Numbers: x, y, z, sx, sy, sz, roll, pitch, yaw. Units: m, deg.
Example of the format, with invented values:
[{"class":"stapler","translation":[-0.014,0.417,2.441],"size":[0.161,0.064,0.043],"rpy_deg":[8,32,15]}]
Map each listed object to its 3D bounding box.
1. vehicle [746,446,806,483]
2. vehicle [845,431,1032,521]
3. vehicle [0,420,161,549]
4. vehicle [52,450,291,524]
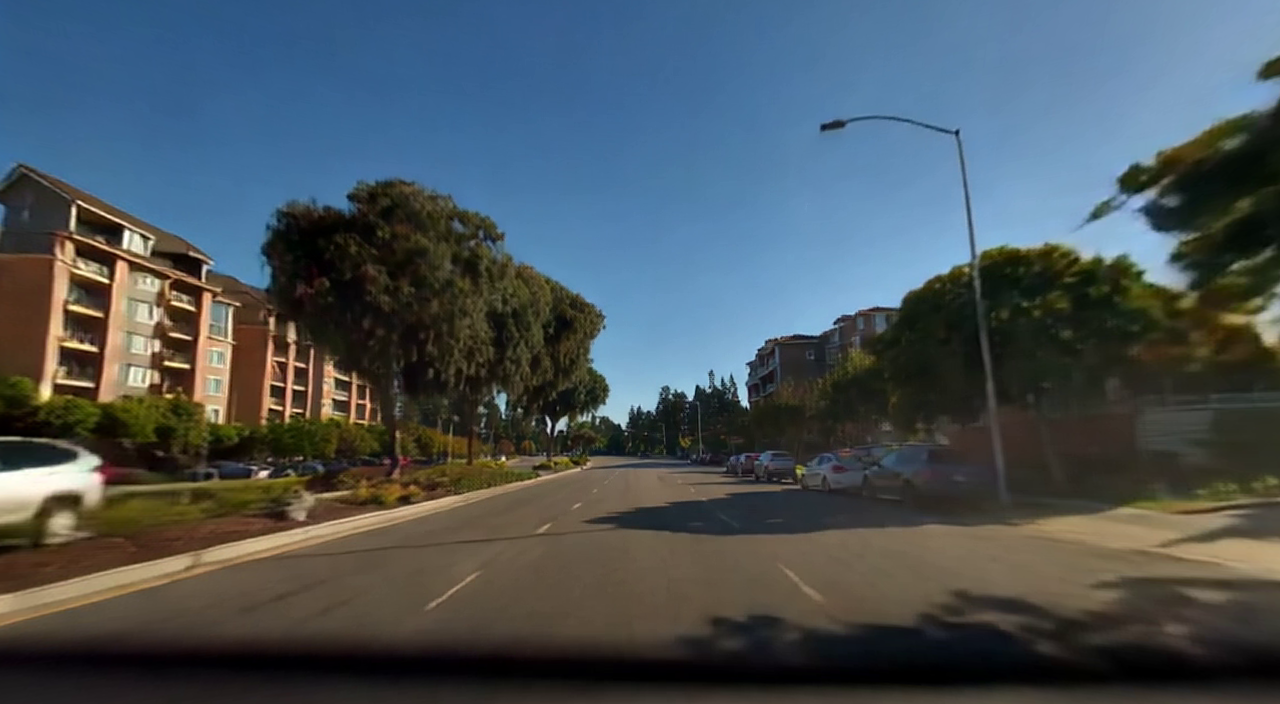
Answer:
[{"class":"vehicle","translation":[6.850,5.702,32.125],"size":[2.078,1.699,4.292],"rpy_deg":[0,-9,0]},{"class":"vehicle","translation":[7.099,2.996,15.741],"size":[2.241,1.877,4.810],"rpy_deg":[0,-9,0]},{"class":"vehicle","translation":[-11.814,2.253,10.768],"size":[2.445,2.105,5.995],"rpy_deg":[0,-9,0]},{"class":"vehicle","translation":[-11.800,3.400,16.458],"size":[2.629,1.623,4.633],"rpy_deg":[0,-9,1]}]
